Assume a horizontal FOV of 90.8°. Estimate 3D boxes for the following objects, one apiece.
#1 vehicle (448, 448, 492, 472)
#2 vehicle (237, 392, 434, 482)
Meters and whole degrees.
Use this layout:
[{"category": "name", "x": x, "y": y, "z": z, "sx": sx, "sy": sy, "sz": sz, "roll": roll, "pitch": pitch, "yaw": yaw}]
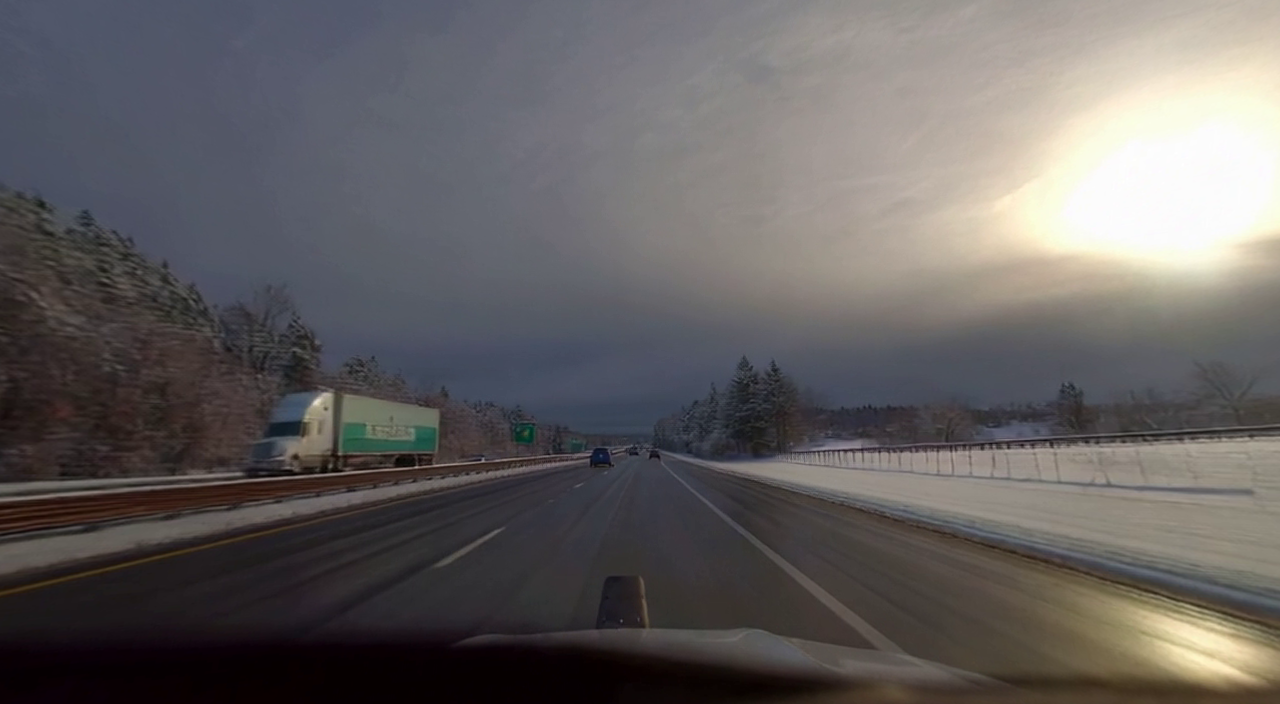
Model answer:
[{"category": "vehicle", "x": -12.175, "y": 7.749, "z": 45.506, "sx": 1.955, "sy": 1.579, "sz": 4.392, "roll": 0, "pitch": -9, "yaw": 0}, {"category": "vehicle", "x": -16.481, "y": 5.108, "z": 36.943, "sx": 2.833, "sy": 4.040, "sz": 16.950, "roll": 0, "pitch": -9, "yaw": 1}]
